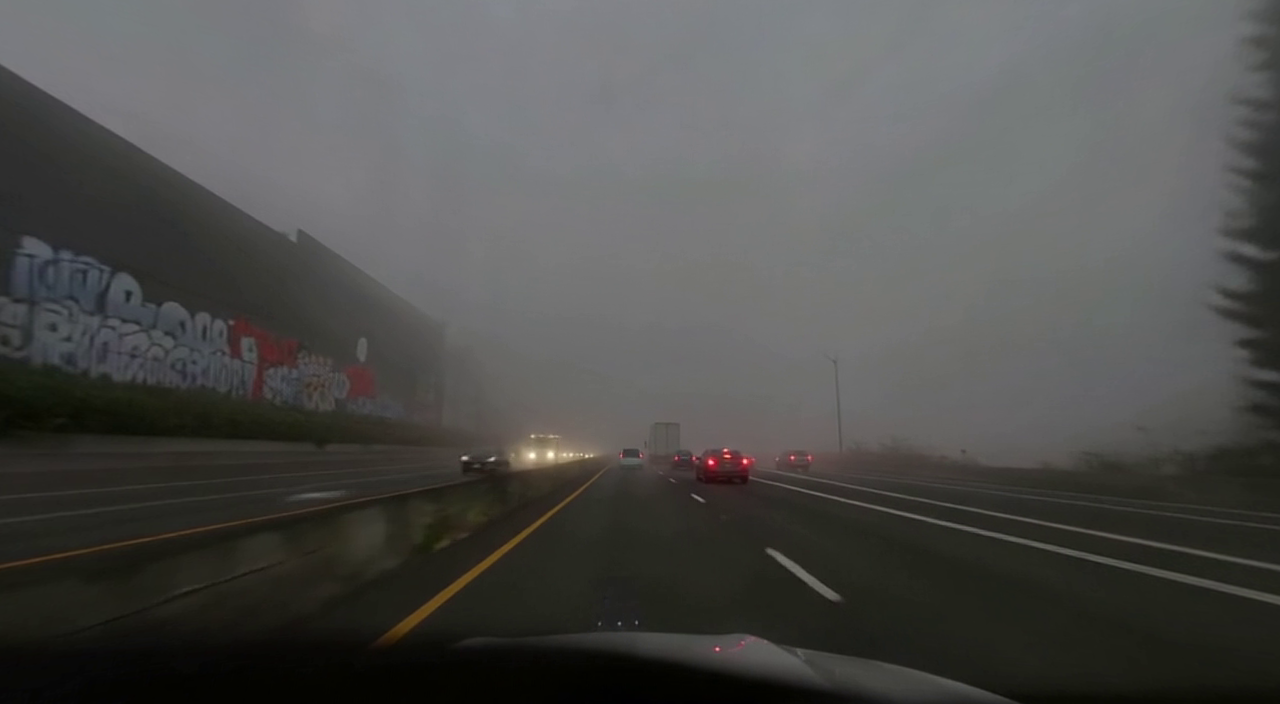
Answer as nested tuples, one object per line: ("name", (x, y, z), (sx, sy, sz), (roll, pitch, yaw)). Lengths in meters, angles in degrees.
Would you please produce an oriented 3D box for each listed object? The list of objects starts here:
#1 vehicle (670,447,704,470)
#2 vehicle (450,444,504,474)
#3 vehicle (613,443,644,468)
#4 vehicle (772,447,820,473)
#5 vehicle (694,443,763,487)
("vehicle", (3.440, 7.869, 46.407), (2.085, 1.588, 4.436), (0, -9, -1))
("vehicle", (-8.771, 5.773, 34.111), (1.896, 1.492, 4.099), (0, -9, -1))
("vehicle", (-0.867, 7.729, 46.767), (2.169, 1.753, 4.151), (0, -9, -1))
("vehicle", (10.410, 7.201, 42.104), (2.107, 1.648, 4.324), (0, -9, 1))
("vehicle", (3.465, 4.527, 25.480), (2.045, 1.605, 4.674), (0, -9, -1))
